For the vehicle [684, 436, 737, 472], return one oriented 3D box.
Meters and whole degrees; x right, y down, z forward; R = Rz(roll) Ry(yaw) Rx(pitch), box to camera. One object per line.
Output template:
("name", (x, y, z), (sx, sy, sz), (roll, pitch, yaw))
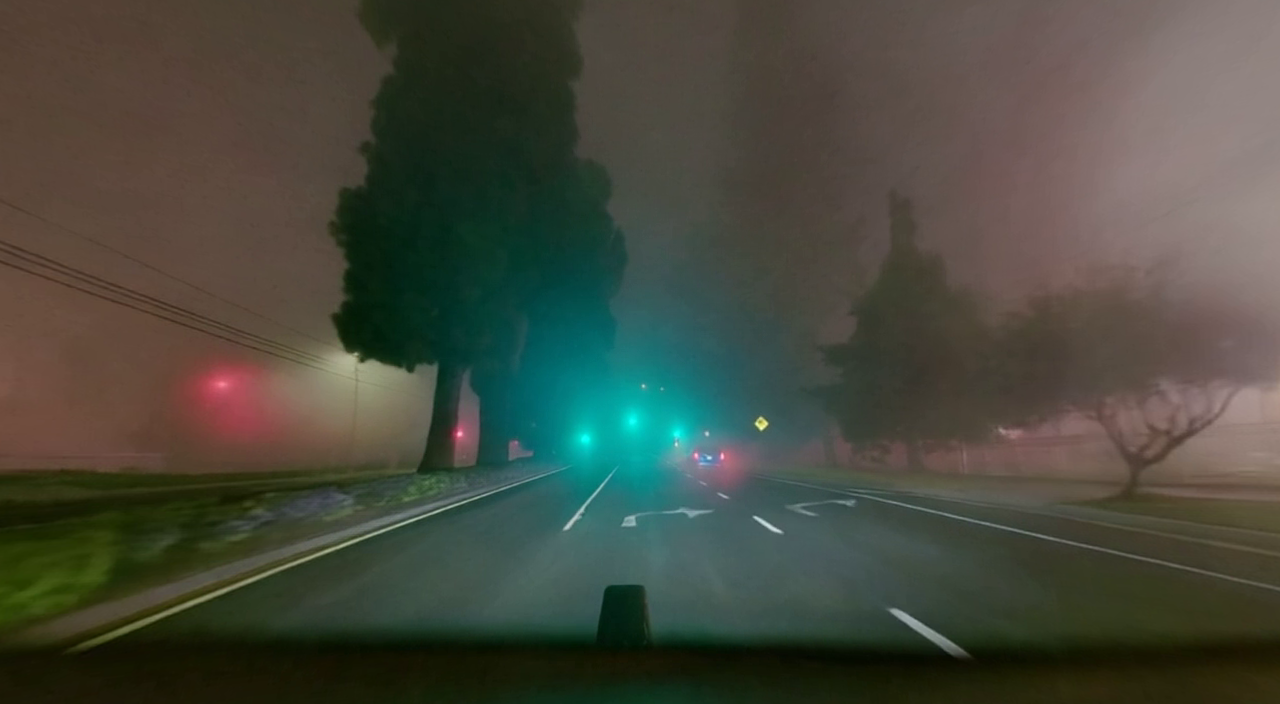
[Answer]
("vehicle", (3.683, 5.426, 33.806), (2.240, 1.781, 4.433), (0, -8, -1))
